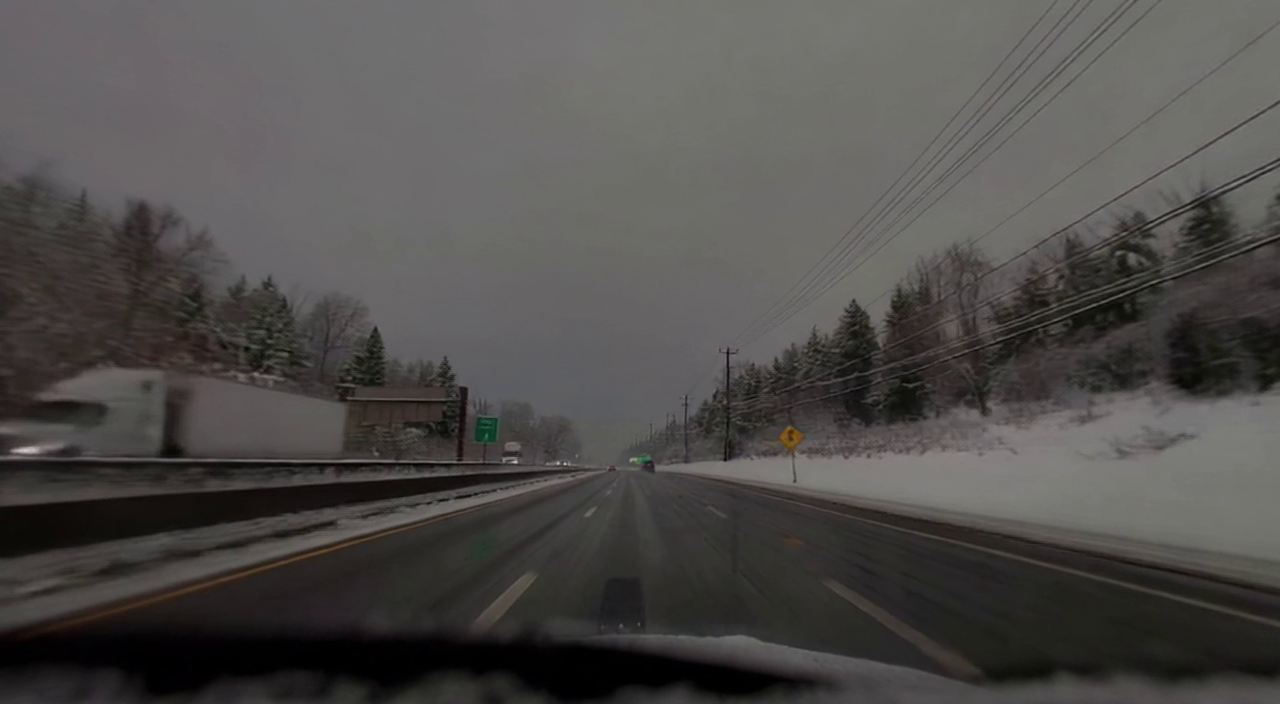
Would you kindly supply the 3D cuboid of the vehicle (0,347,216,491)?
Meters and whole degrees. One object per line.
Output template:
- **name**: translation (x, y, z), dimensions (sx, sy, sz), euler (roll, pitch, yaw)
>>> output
- **vehicle**: translation (-17.130, 2.311, 20.059), dimensions (2.964, 3.921, 5.816), euler (1, -10, -1)
